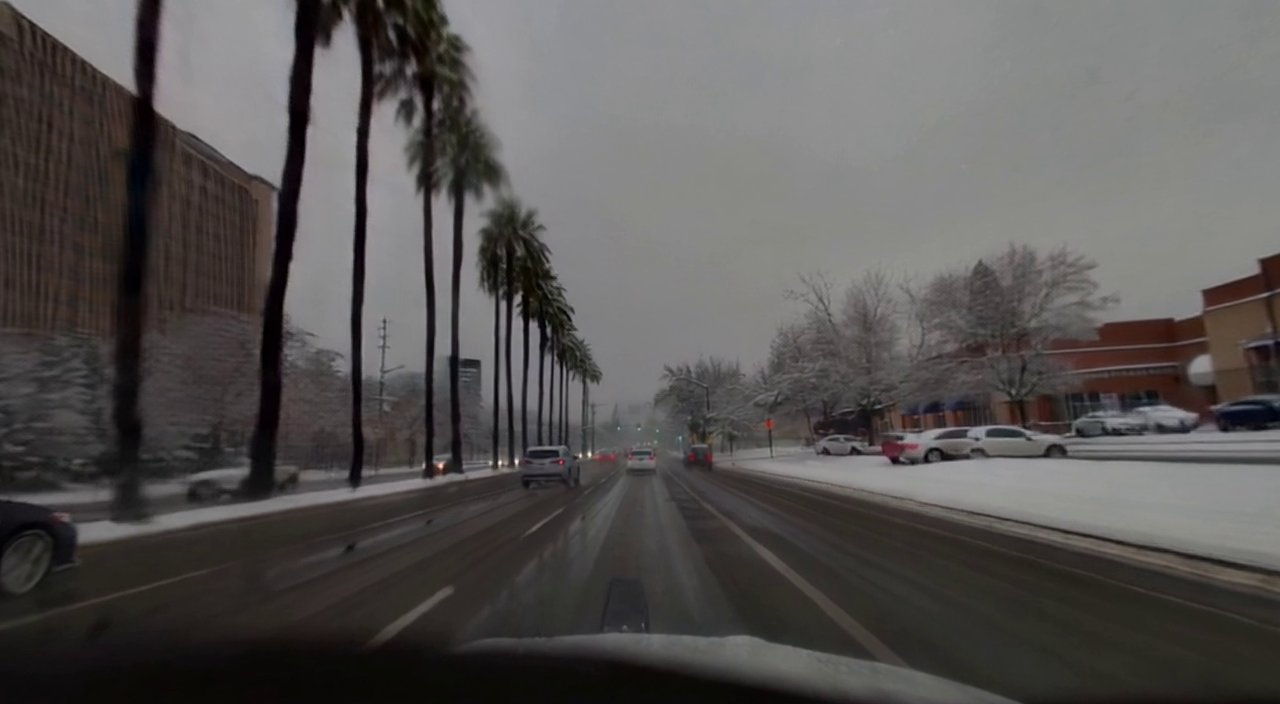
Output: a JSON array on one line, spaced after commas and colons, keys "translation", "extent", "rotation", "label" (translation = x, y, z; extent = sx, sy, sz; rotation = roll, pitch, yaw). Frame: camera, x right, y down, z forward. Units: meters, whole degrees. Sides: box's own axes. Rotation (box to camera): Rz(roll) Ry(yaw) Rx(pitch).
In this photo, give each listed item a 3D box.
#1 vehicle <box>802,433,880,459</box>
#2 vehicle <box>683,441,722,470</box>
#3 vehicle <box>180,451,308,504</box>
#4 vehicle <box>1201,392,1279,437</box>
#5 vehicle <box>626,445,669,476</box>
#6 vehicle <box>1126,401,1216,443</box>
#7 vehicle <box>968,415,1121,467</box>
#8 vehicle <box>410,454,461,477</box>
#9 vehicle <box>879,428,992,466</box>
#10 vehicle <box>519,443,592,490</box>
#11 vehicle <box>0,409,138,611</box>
[{"translation": [12.322, 5.785, 38.606], "extent": [4.378, 1.463, 1.824], "rotation": [5, -9, -23], "label": "vehicle"}, {"translation": [4.076, 6.838, 41.808], "extent": [2.108, 1.785, 4.334], "rotation": [0, -9, -1], "label": "vehicle"}, {"translation": [-14.247, 4.499, 23.037], "extent": [1.841, 1.697, 4.289], "rotation": [0, -9, 1], "label": "vehicle"}, {"translation": [23.324, 2.442, 23.950], "extent": [4.576, 1.511, 1.801], "rotation": [6, -10, -34], "label": "vehicle"}, {"translation": [0.380, 5.670, 33.211], "extent": [2.147, 1.507, 3.953], "rotation": [0, -9, 1], "label": "vehicle"}, {"translation": [23.327, 3.060, 27.634], "extent": [4.049, 1.503, 1.847], "rotation": [2, -12, -36], "label": "vehicle"}, {"translation": [12.747, 2.796, 19.824], "extent": [4.749, 1.457, 1.806], "rotation": [3, -11, -28], "label": "vehicle"}, {"translation": [-14.023, 7.822, 43.572], "extent": [1.923, 1.454, 4.520], "rotation": [0, -9, 1], "label": "vehicle"}, {"translation": [12.151, 3.920, 25.924], "extent": [4.284, 1.450, 1.927], "rotation": [5, -10, -28], "label": "vehicle"}, {"translation": [-2.921, 4.076, 22.786], "extent": [1.908, 1.505, 4.369], "rotation": [0, -9, 2], "label": "vehicle"}, {"translation": [-6.583, 1.234, 4.587], "extent": [2.030, 1.730, 4.506], "rotation": [0, -9, 1], "label": "vehicle"}]
